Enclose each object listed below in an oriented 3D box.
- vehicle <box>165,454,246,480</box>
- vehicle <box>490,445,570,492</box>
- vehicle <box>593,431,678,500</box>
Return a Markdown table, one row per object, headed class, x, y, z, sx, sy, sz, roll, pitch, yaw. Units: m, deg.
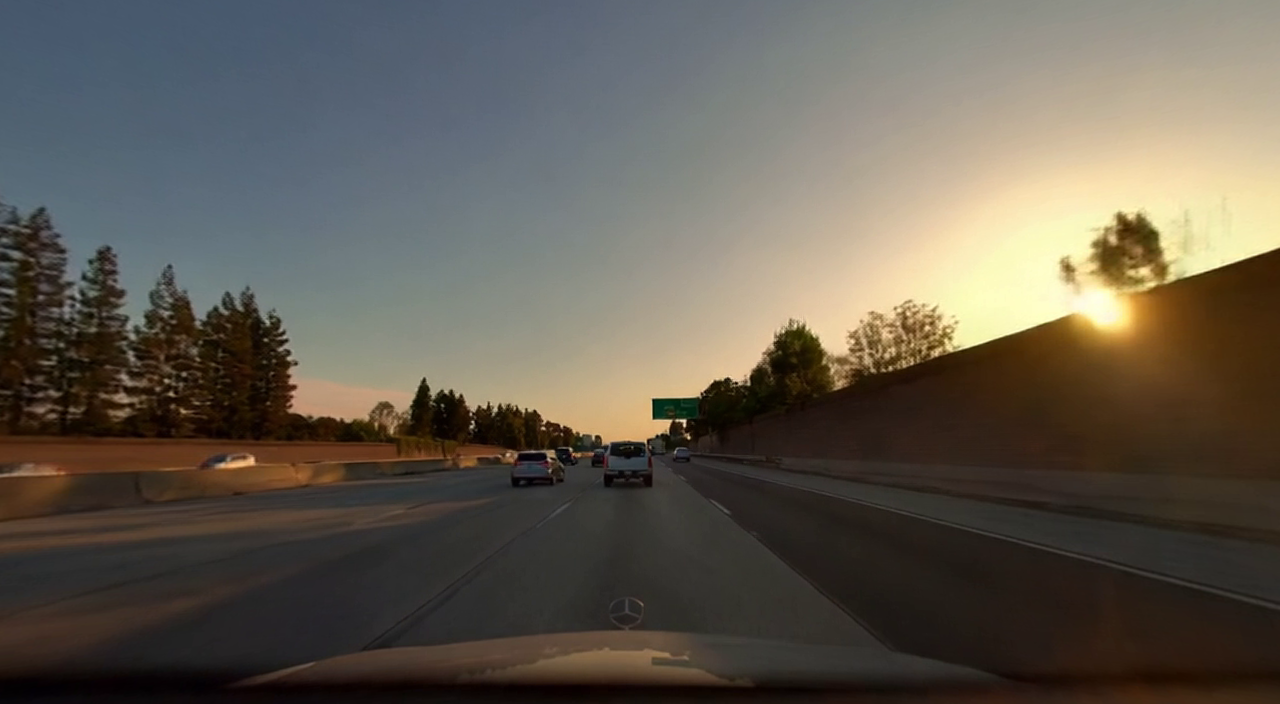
| class | x | y | z | sx | sy | sz | roll | pitch | yaw |
| --- | --- | --- | --- | --- | --- | --- | --- | --- | --- |
| vehicle | -27.750 | 7.326 | 40.482 | 1.876 | 1.480 | 4.607 | 0 | -9 | 1 |
| vehicle | -3.684 | 3.982 | 21.953 | 1.967 | 1.442 | 4.143 | 0 | -9 | 1 |
| vehicle | -0.097 | 3.309 | 18.781 | 2.233 | 1.804 | 4.273 | 0 | -9 | 0 |
